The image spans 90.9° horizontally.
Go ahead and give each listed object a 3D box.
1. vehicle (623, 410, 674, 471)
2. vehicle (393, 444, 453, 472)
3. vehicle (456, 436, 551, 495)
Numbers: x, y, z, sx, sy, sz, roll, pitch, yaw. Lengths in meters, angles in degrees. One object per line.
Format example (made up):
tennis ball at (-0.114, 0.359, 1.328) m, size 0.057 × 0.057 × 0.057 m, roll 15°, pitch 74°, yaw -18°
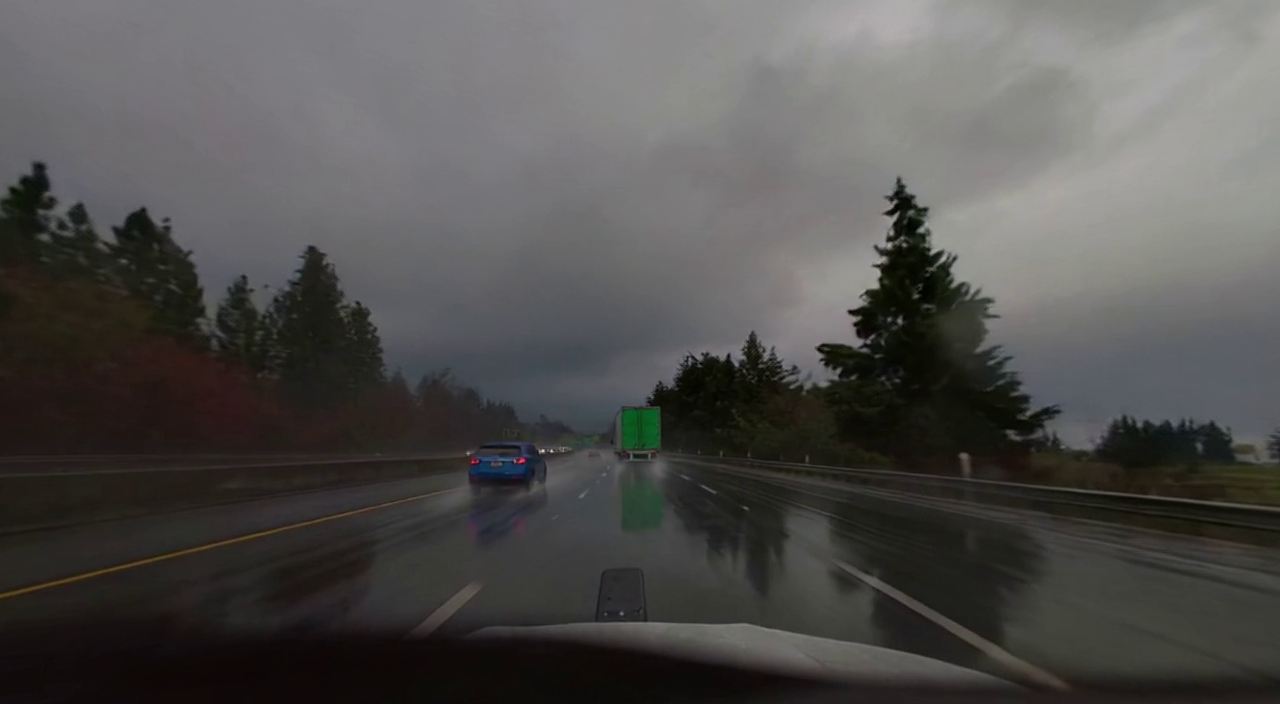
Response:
vehicle at (0.391, 5.987, 42.136) m, size 2.893 × 3.628 × 9.081 m, roll 0°, pitch -9°, yaw -2°
vehicle at (-12.555, 6.163, 36.745) m, size 1.908 × 1.502 × 4.513 m, roll 0°, pitch -9°, yaw -1°
vehicle at (-4.025, 3.409, 19.268) m, size 1.977 × 1.602 × 3.944 m, roll 0°, pitch -9°, yaw 0°
